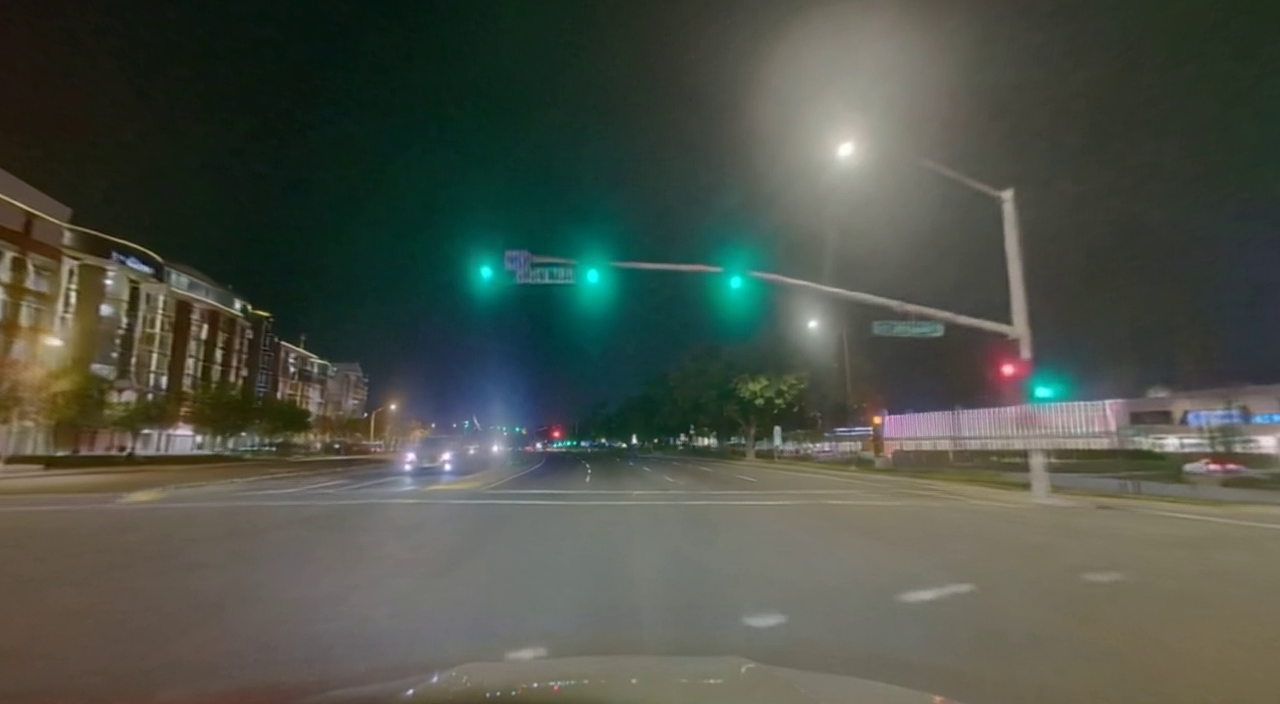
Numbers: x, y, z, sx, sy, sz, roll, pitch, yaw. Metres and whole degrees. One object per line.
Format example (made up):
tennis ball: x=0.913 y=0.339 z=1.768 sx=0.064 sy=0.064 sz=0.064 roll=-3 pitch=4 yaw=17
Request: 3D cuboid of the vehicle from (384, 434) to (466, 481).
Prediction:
vehicle: x=-9.095 y=4.498 z=27.209 sx=2.175 sy=1.795 sz=4.640 roll=0 pitch=-9 yaw=-4
